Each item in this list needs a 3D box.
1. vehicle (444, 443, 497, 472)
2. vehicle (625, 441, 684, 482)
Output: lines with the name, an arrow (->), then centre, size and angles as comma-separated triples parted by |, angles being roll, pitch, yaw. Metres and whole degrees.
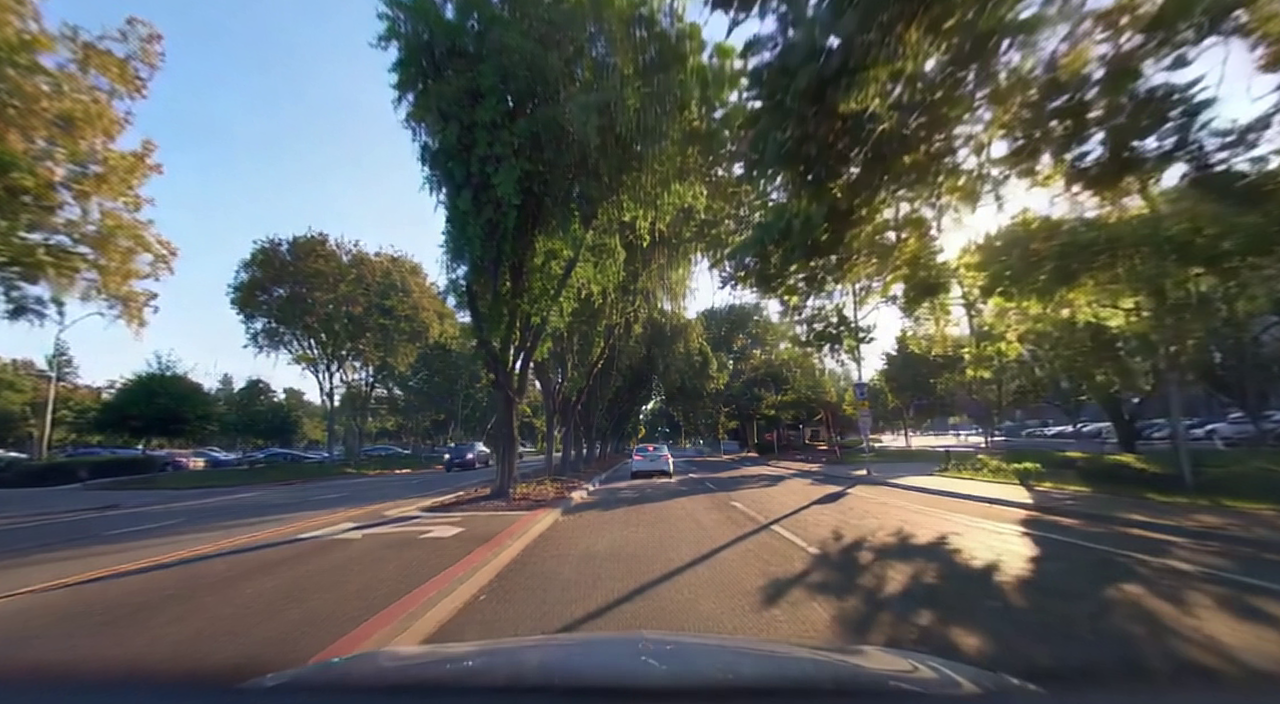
vehicle -> -11.784, 7.363, 44.277 | 2.259, 1.867, 4.875 | 0, -9, 1
vehicle -> 0.477, 4.165, 24.261 | 2.093, 1.442, 3.977 | 0, -9, -1
